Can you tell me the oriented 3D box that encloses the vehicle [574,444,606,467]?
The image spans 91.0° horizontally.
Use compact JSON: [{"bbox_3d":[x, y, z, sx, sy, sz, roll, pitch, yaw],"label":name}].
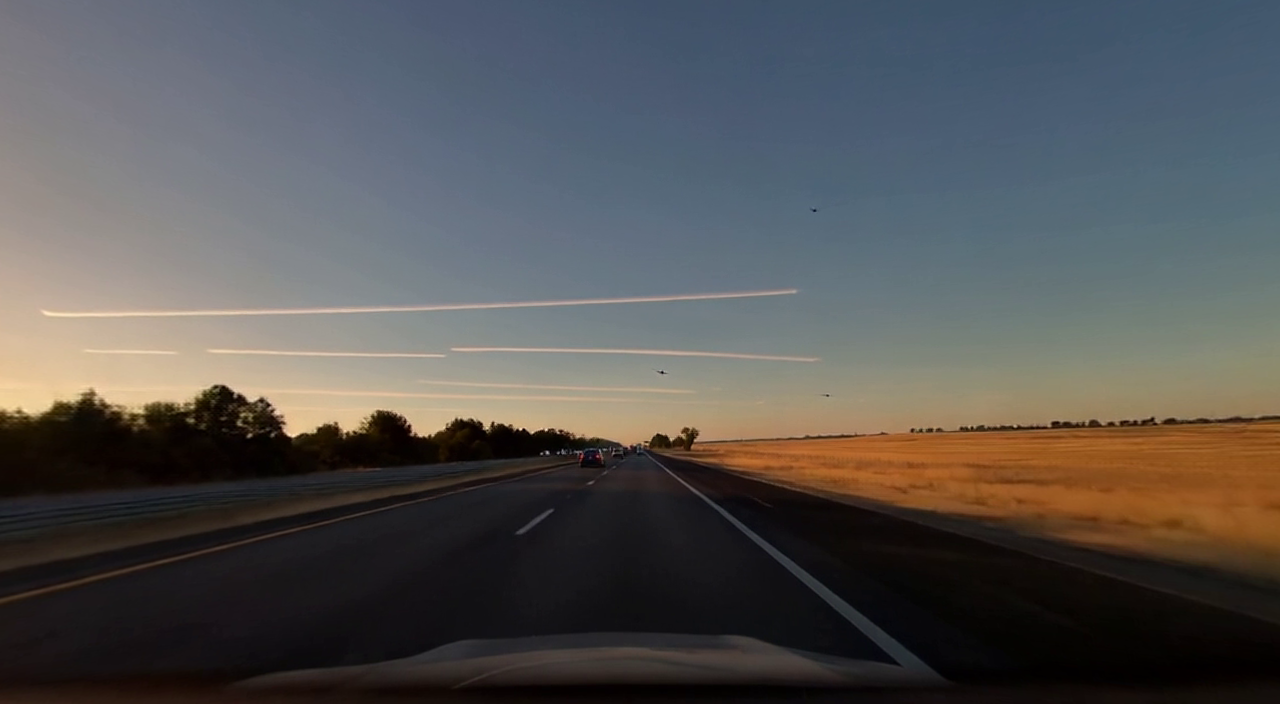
[{"bbox_3d":[-3.872,8.042,49.267,2.132,1.701,4.303,0,-9,0],"label":"vehicle"}]
